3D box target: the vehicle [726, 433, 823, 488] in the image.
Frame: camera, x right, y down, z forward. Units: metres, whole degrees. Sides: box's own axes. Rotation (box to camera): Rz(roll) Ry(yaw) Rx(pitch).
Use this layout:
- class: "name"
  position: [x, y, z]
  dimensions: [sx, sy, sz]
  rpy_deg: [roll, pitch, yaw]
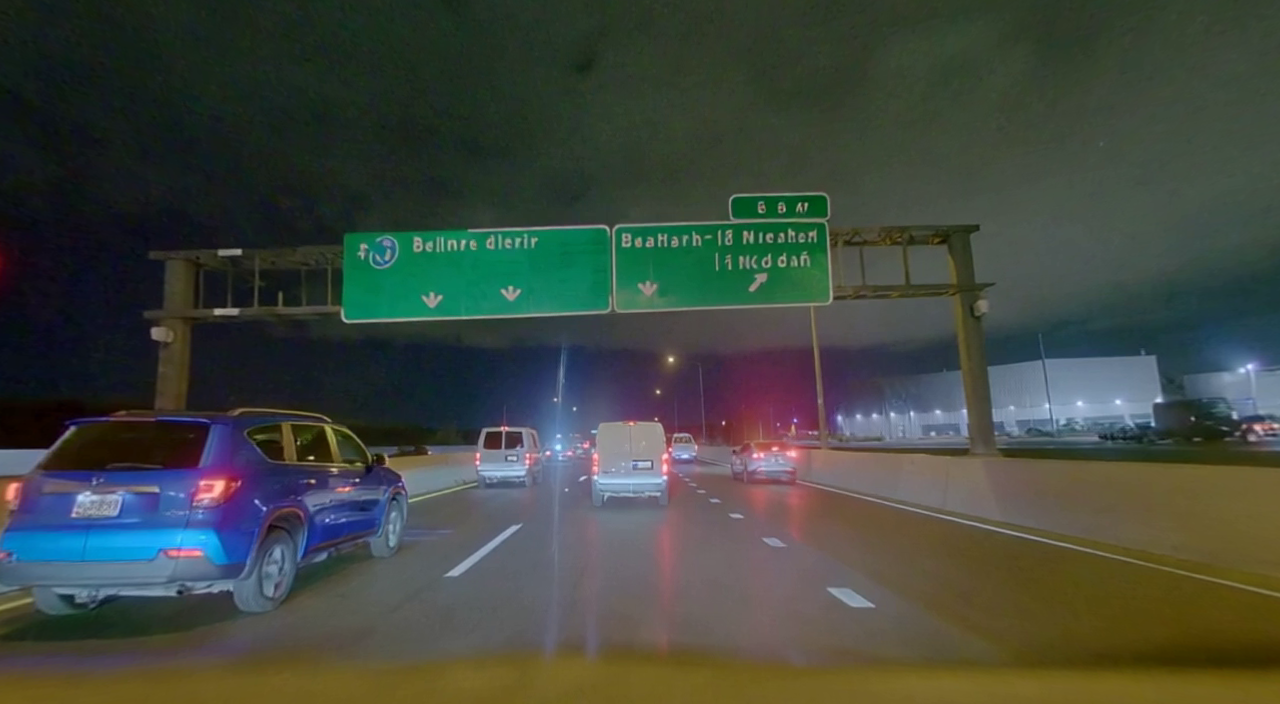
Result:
- class: "vehicle"
  position: [4.033, 3.303, 19.536]
  dimensions: [1.999, 1.494, 3.833]
  rpy_deg: [0, -8, -2]

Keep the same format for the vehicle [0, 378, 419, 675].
- class: "vehicle"
  position: [-3.807, 1.316, 5.878]
  dimensions: [1.972, 1.703, 4.333]
  rpy_deg: [0, -8, -1]

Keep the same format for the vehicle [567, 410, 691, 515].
- class: "vehicle"
  position: [-0.284, 2.364, 13.928]
  dimensions: [2.304, 1.925, 4.282]
  rpy_deg: [0, -8, -2]

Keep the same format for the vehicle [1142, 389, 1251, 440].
- class: "vehicle"
  position: [36.307, 4.193, 41.285]
  dimensions: [2.528, 3.094, 4.804]
  rpy_deg: [-1, -8, 1]

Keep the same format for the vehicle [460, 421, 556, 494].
- class: "vehicle"
  position: [-3.869, 3.174, 19.263]
  dimensions: [2.038, 1.936, 4.300]
  rpy_deg: [0, -8, -1]

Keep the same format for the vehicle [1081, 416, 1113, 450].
- class: "vehicle"
  position: [30.810, 5.470, 42.405]
  dimensions: [1.480, 2.238, 1.864]
  rpy_deg: [-6, -10, 36]
